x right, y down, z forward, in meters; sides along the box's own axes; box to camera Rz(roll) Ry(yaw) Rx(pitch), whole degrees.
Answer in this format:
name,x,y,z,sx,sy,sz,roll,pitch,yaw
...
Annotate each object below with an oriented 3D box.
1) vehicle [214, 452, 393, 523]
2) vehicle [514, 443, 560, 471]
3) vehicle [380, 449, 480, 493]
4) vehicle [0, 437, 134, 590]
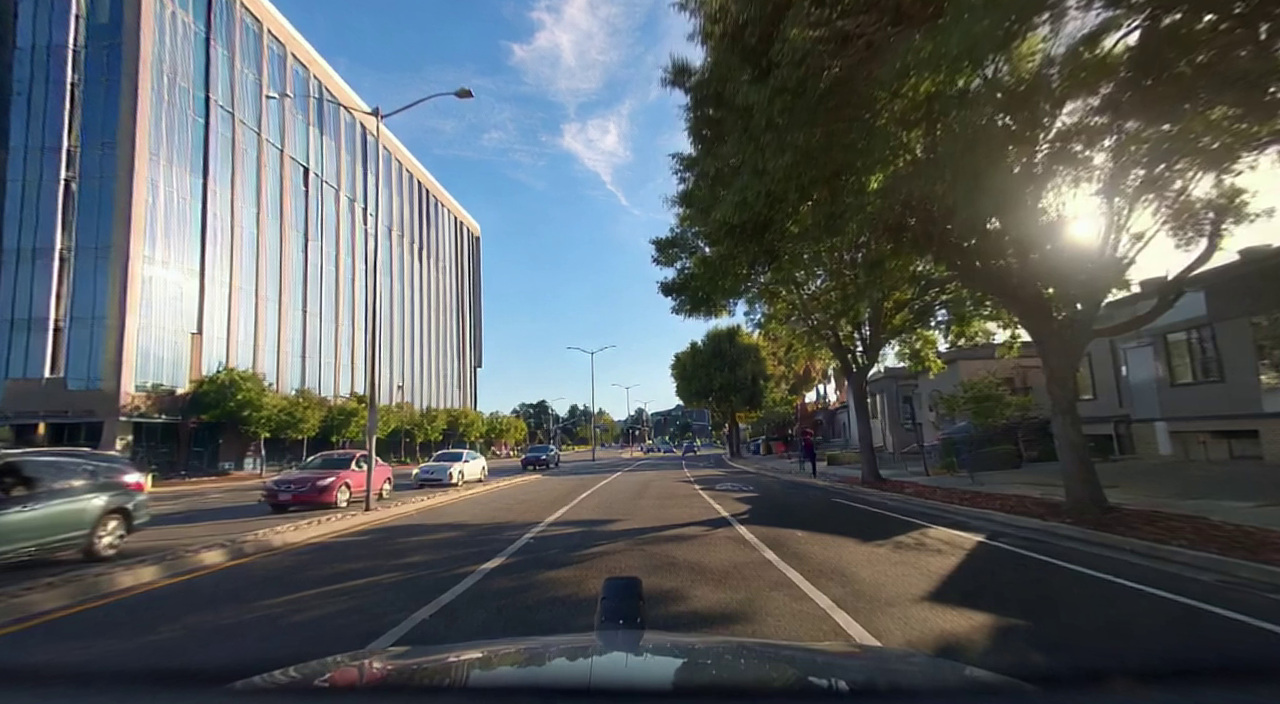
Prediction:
name,x,y,z,sx,sy,sz,roll,pitch,yaw
vehicle,-8.150,3.285,15.929,1.845,1.456,4.616,0,-8,2
vehicle,-6.828,7.001,42.327,1.988,1.755,4.568,-1,-8,4
vehicle,-7.874,4.470,24.225,1.983,1.486,4.707,0,-8,3
vehicle,-8.252,1.733,6.535,2.021,1.704,4.756,0,-8,1
